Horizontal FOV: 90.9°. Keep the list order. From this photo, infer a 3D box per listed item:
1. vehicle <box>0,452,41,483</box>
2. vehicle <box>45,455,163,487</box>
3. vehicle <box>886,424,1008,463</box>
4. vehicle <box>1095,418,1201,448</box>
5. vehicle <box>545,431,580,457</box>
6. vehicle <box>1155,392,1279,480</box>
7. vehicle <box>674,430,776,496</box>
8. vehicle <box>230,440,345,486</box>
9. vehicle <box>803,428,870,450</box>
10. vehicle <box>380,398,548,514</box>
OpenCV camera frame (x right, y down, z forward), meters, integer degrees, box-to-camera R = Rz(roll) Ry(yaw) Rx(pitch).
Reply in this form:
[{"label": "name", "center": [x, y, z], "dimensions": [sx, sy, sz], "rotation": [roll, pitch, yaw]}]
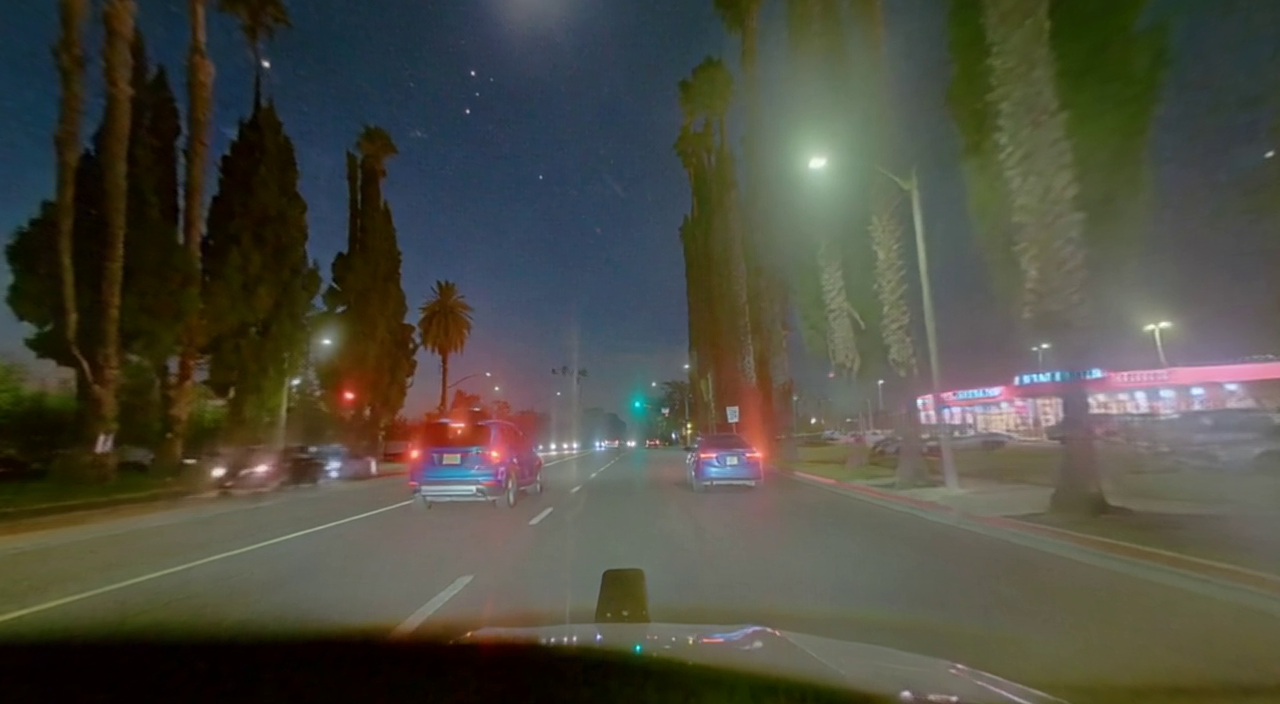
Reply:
[{"label": "vehicle", "center": [-37.025, 6.834, 37.230], "dimensions": [4.176, 1.572, 1.916], "rotation": [-9, -9, 41]}, {"label": "vehicle", "center": [-26.762, 5.922, 31.546], "dimensions": [2.011, 1.395, 4.238], "rotation": [-8, -12, 44]}, {"label": "vehicle", "center": [11.904, 3.593, 24.627], "dimensions": [1.874, 1.386, 3.745], "rotation": [6, -11, -36]}, {"label": "vehicle", "center": [25.753, 4.122, 32.044], "dimensions": [3.833, 1.455, 1.927], "rotation": [1, -8, -6]}, {"label": "vehicle", "center": [-6.026, 7.207, 49.325], "dimensions": [2.157, 1.942, 4.210], "rotation": [0, -8, 1]}, {"label": "vehicle", "center": [12.979, 1.613, 12.097], "dimensions": [1.887, 1.630, 4.705], "rotation": [1, -8, -6]}, {"label": "vehicle", "center": [2.061, 2.862, 16.635], "dimensions": [1.919, 1.472, 4.470], "rotation": [0, -8, -2]}, {"label": "vehicle", "center": [-14.133, 4.454, 25.635], "dimensions": [1.942, 1.645, 4.538], "rotation": [0, -9, 1]}, {"label": "vehicle", "center": [14.956, 6.699, 48.248], "dimensions": [4.680, 1.506, 2.017], "rotation": [-3, -10, 14]}, {"label": "vehicle", "center": [-3.389, 2.143, 13.264], "dimensions": [2.152, 1.987, 4.527], "rotation": [0, -8, 1]}]
